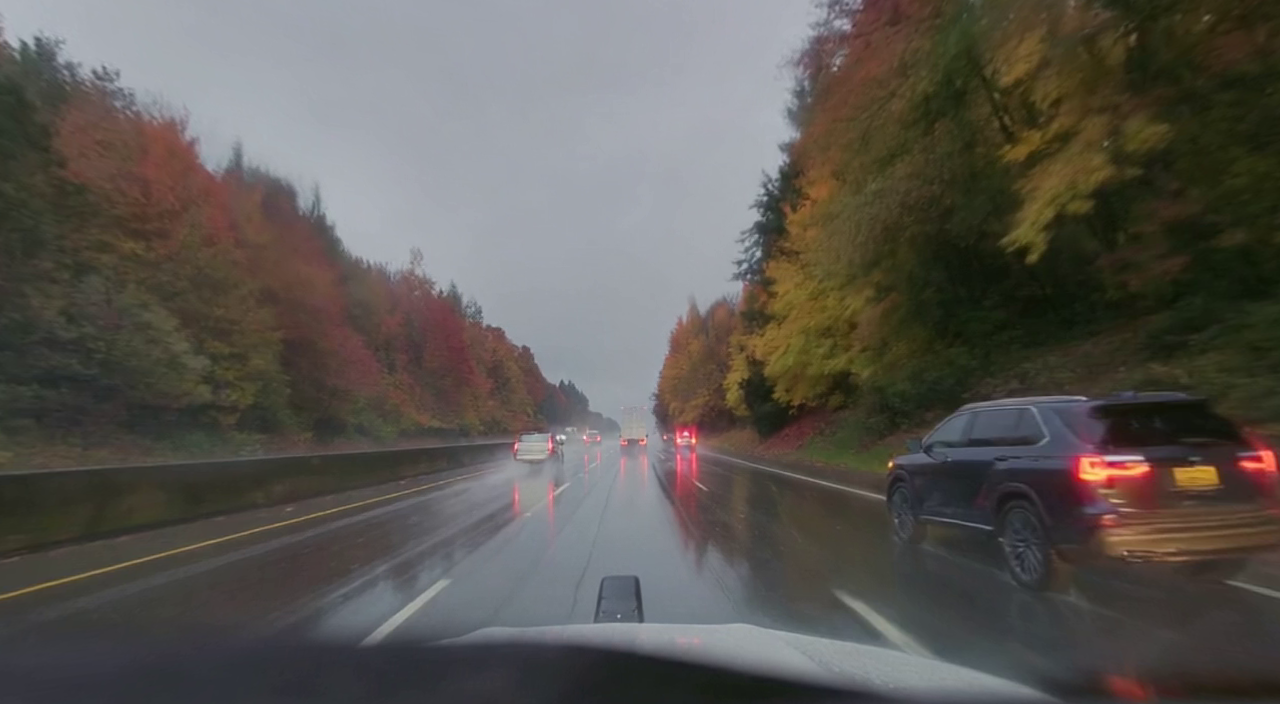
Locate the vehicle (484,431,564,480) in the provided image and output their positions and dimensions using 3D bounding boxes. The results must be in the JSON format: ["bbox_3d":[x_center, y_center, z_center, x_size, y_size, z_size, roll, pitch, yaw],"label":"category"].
[{"bbox_3d":[-3.840,3.494,21.574,2.027,1.501,3.920,0,-8,0],"label":"vehicle"}]

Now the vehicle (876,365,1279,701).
[{"bbox_3d":[3.885,1.192,5.384,1.962,1.680,4.298,0,-8,-1],"label":"vehicle"}]
